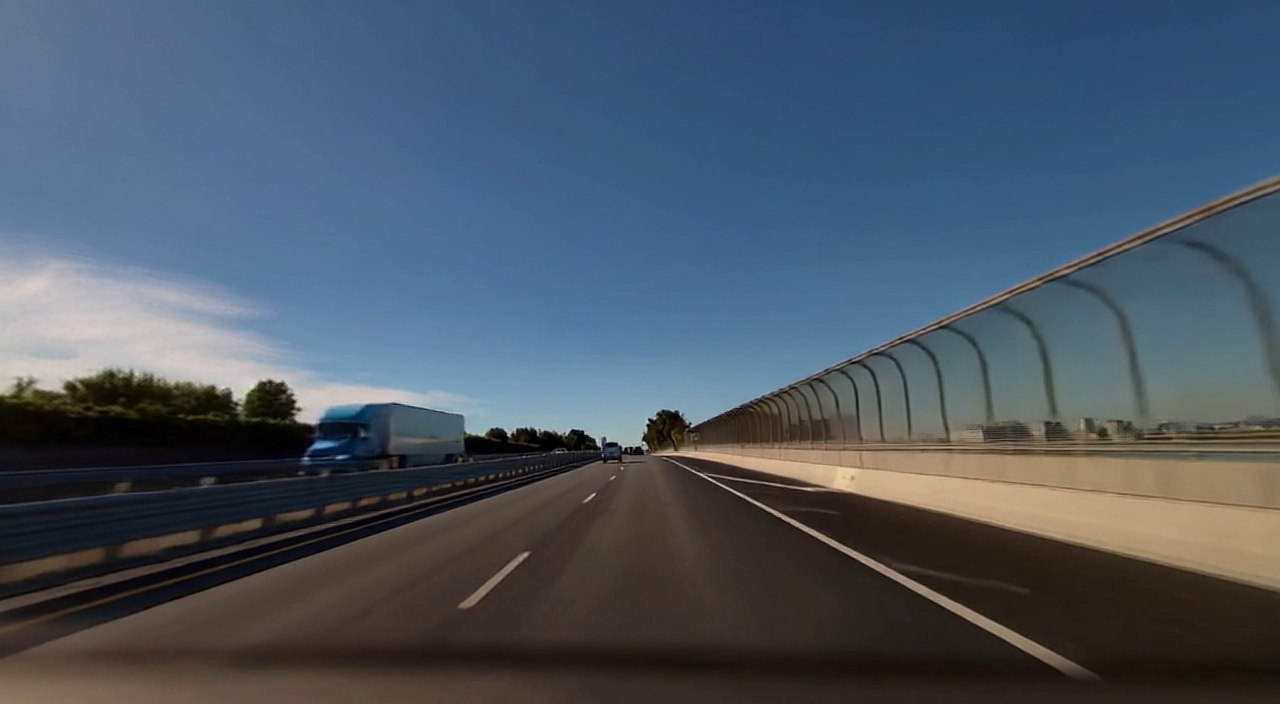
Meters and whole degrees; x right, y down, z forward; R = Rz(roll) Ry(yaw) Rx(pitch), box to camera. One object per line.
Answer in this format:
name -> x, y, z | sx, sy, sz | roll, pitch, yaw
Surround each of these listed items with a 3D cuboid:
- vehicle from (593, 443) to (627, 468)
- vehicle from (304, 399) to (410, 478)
vehicle -> -1.973, 6.926, 42.347 | 2.050, 1.530, 4.144 | 0, -8, 0
vehicle -> -15.384, 4.765, 34.806 | 3.041, 3.945, 5.899 | 0, -8, 0
